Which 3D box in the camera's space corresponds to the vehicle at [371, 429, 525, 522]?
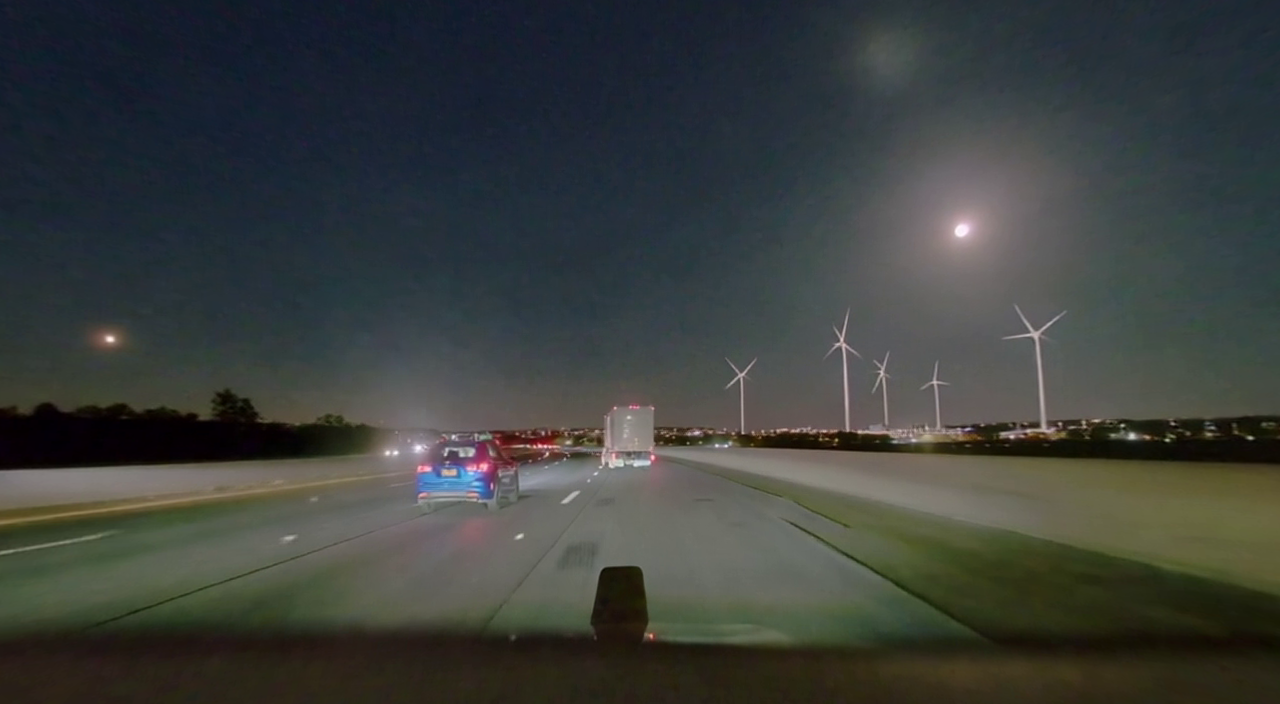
[{"bbox_3d":[-3.875,2.537,13.446,2.109,1.684,3.783,0,-8,0],"label":"vehicle"}]
